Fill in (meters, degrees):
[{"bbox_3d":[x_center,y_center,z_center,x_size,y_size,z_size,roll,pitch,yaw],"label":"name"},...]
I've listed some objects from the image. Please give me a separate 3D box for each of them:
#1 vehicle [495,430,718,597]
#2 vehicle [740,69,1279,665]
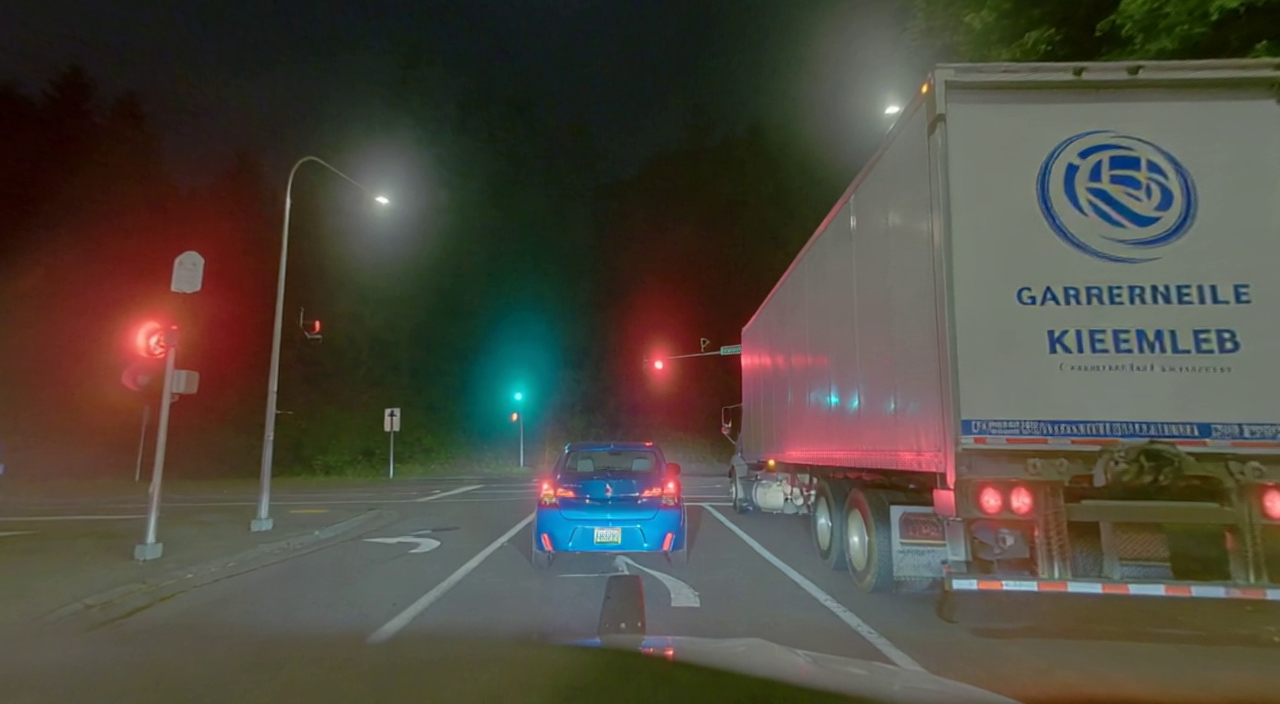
[{"bbox_3d":[-0.337,1.706,7.426,1.975,1.457,3.526,0,-9,-1],"label":"vehicle"},{"bbox_3d":[3.521,0.713,8.776,2.884,3.753,9.763,0,-9,2],"label":"vehicle"}]
